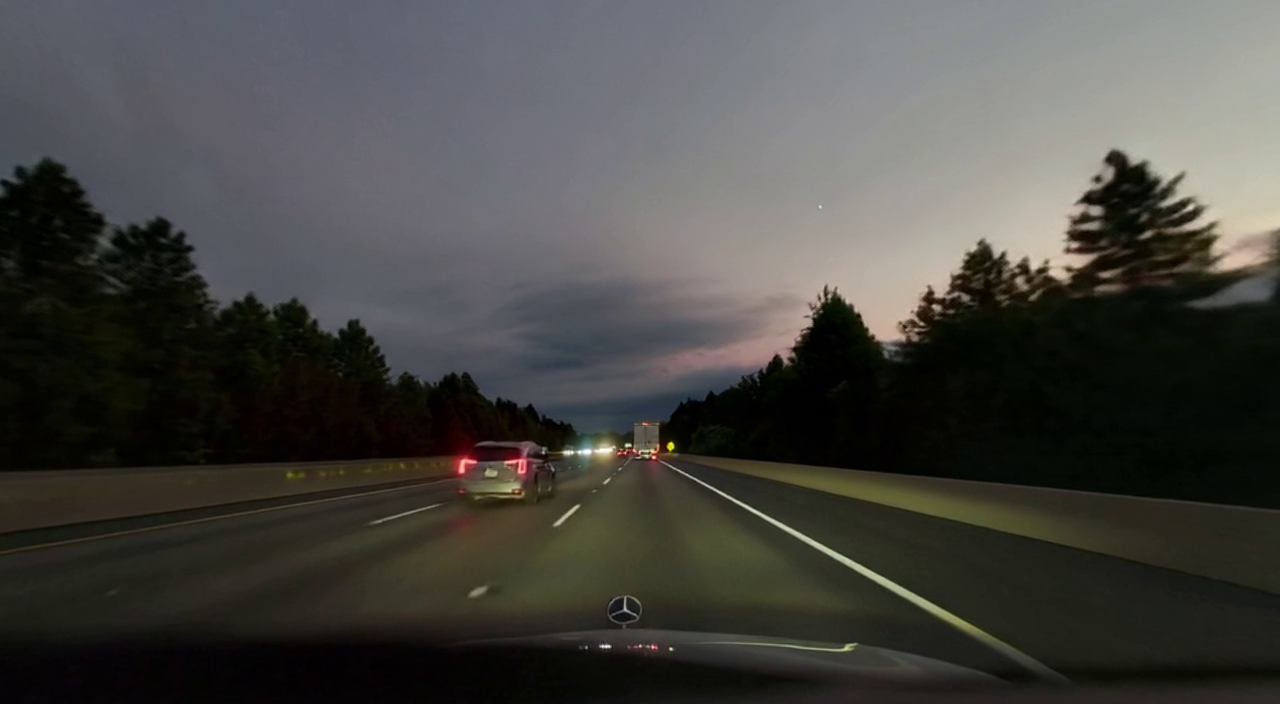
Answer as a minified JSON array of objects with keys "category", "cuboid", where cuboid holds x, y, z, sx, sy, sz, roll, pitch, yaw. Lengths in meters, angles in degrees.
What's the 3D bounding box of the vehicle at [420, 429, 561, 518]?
[{"category":"vehicle","cuboid":[-3.137,2.675,14.351,2.017,1.680,4.636,0,-9,0]}]
